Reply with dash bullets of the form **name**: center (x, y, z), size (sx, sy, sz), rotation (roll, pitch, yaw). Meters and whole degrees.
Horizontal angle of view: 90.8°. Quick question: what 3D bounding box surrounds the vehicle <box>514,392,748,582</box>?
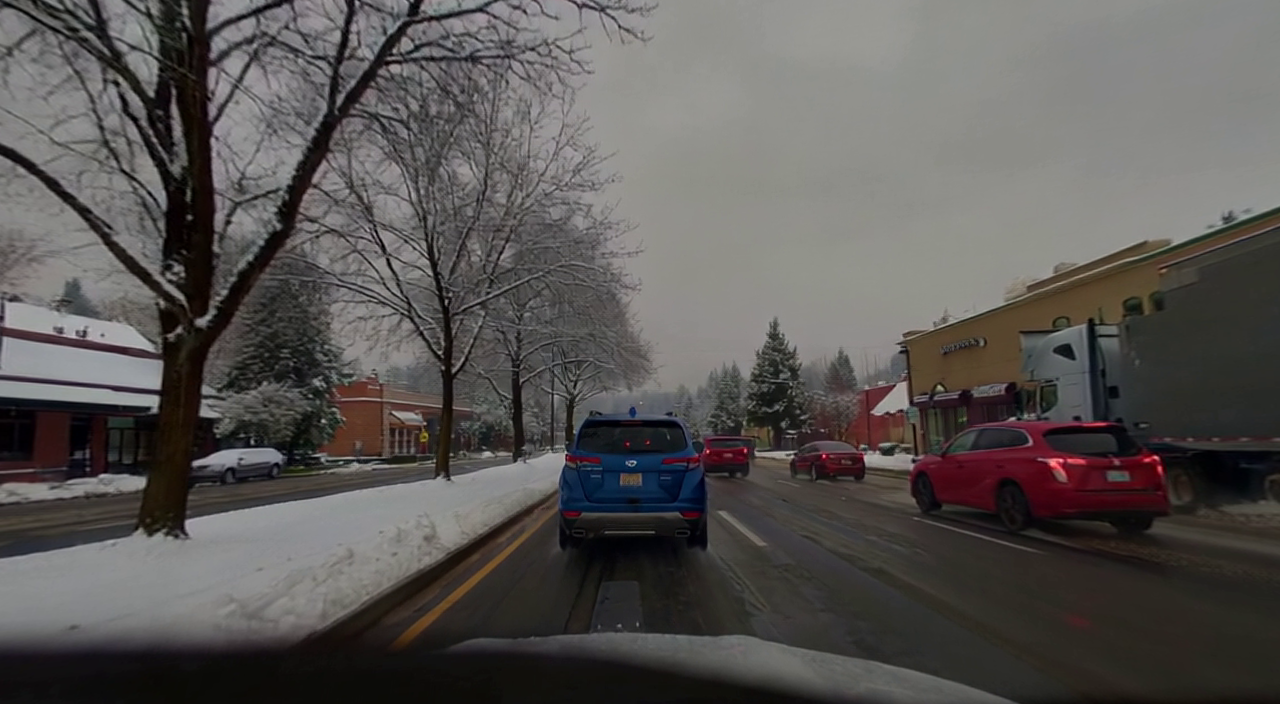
- **vehicle**: center (-0.124, 1.659, 8.463), size (2.320, 1.880, 4.192), rotation (0, -9, -1)

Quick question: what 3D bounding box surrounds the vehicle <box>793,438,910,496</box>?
- **vehicle**: center (6.250, 3.452, 19.327), size (2.035, 1.553, 4.465), rotation (0, -9, 0)

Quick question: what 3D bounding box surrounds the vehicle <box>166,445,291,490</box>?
- **vehicle**: center (-19.269, 5.405, 29.994), size (2.302, 1.939, 5.221), rotation (0, -9, 1)

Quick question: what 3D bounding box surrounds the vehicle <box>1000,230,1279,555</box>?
- **vehicle**: center (9.976, 0.169, 5.977), size (2.879, 4.284, 17.334), rotation (0, -9, 0)
